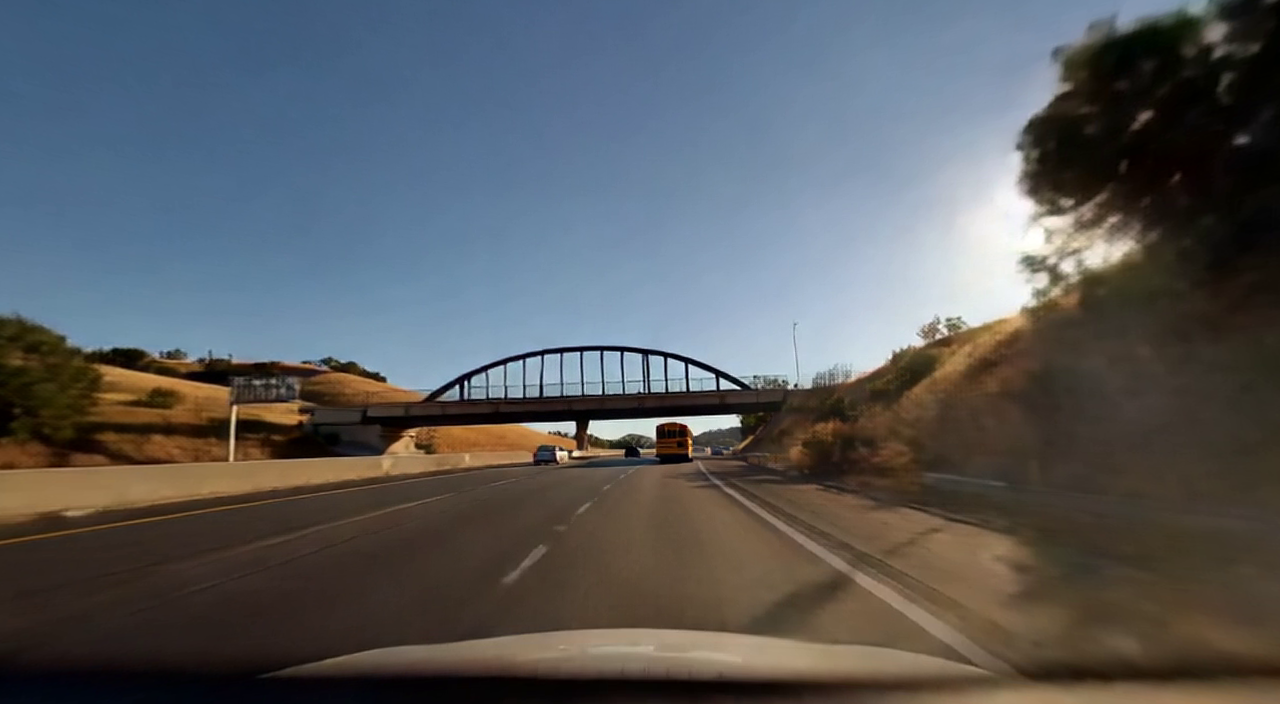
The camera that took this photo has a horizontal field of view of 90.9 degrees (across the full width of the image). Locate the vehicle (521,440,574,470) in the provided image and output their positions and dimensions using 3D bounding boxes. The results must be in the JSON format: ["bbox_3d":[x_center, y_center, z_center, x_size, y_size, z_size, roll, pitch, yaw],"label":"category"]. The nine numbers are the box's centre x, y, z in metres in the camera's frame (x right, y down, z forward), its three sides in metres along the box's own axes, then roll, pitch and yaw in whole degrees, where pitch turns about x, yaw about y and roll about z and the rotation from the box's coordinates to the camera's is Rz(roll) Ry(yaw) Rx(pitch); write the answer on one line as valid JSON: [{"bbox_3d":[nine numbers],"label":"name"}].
[{"bbox_3d":[-5.584,6.277,38.690,2.172,1.689,4.625,-1,-8,4],"label":"vehicle"}]

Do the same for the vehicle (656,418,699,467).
[{"bbox_3d":[2.947,6.886,48.076,2.945,3.295,10.406,-1,-8,4],"label":"vehicle"}]
